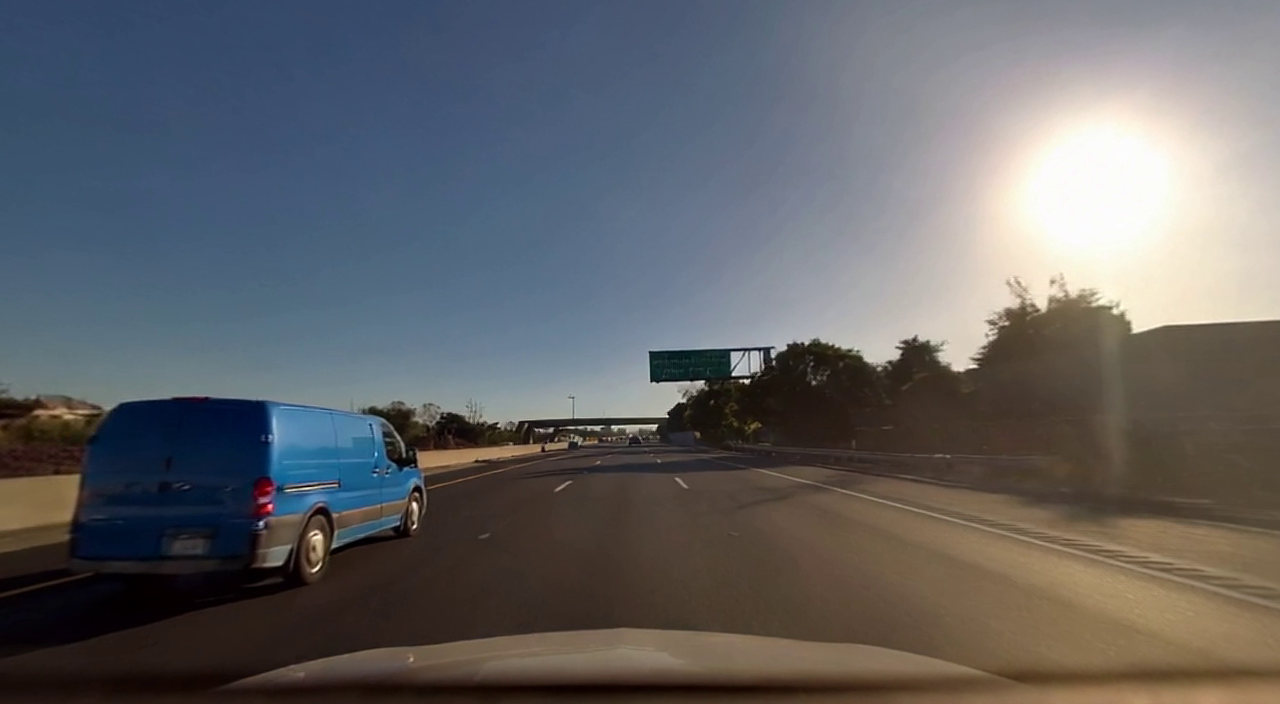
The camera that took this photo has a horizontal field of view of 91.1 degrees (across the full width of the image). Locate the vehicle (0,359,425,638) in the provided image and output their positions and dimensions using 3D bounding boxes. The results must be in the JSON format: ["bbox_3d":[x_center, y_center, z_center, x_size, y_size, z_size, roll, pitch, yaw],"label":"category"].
[{"bbox_3d":[-4.162,1.294,6.682,2.104,1.860,4.853,0,-8,-1],"label":"vehicle"}]
